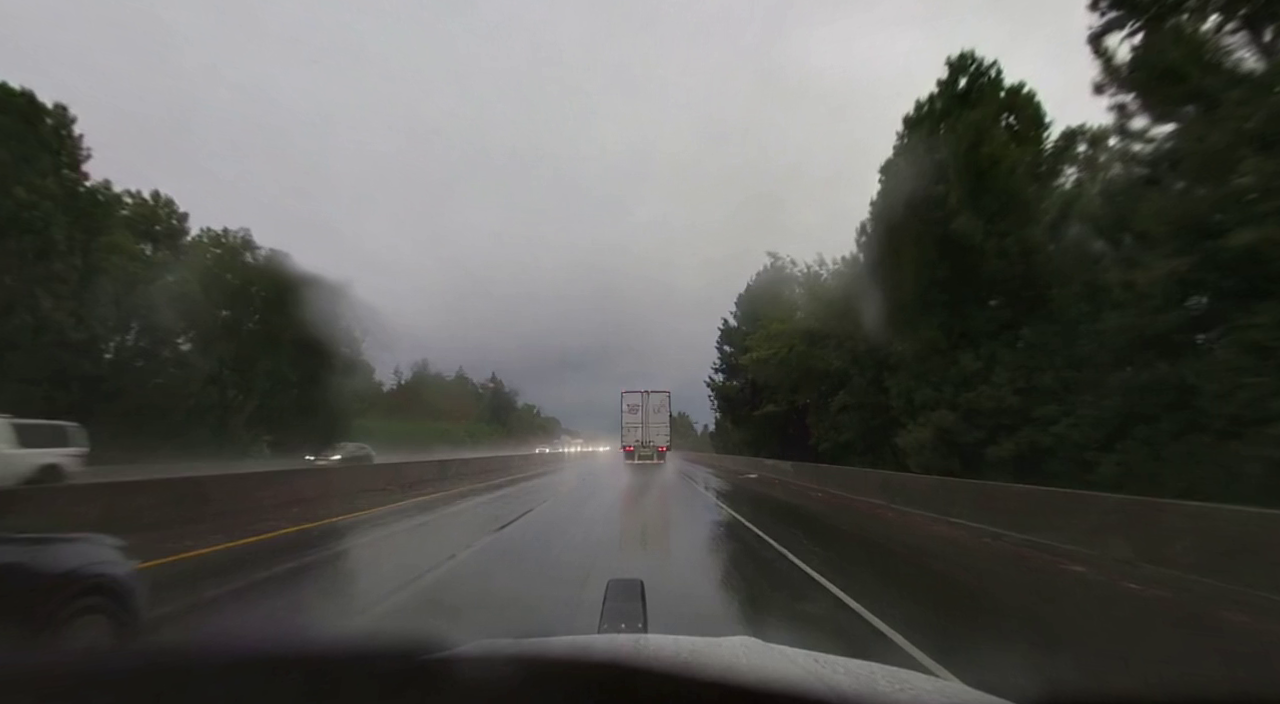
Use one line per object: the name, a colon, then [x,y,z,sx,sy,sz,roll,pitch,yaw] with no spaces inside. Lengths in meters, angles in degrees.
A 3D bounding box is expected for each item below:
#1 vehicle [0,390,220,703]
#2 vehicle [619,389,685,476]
vehicle: [-3.619,0.743,1.289,2.074,1.546,4.946,0,-9,0]
vehicle: [0.485,4.356,33.087,2.959,3.828,9.617,0,-9,-1]
